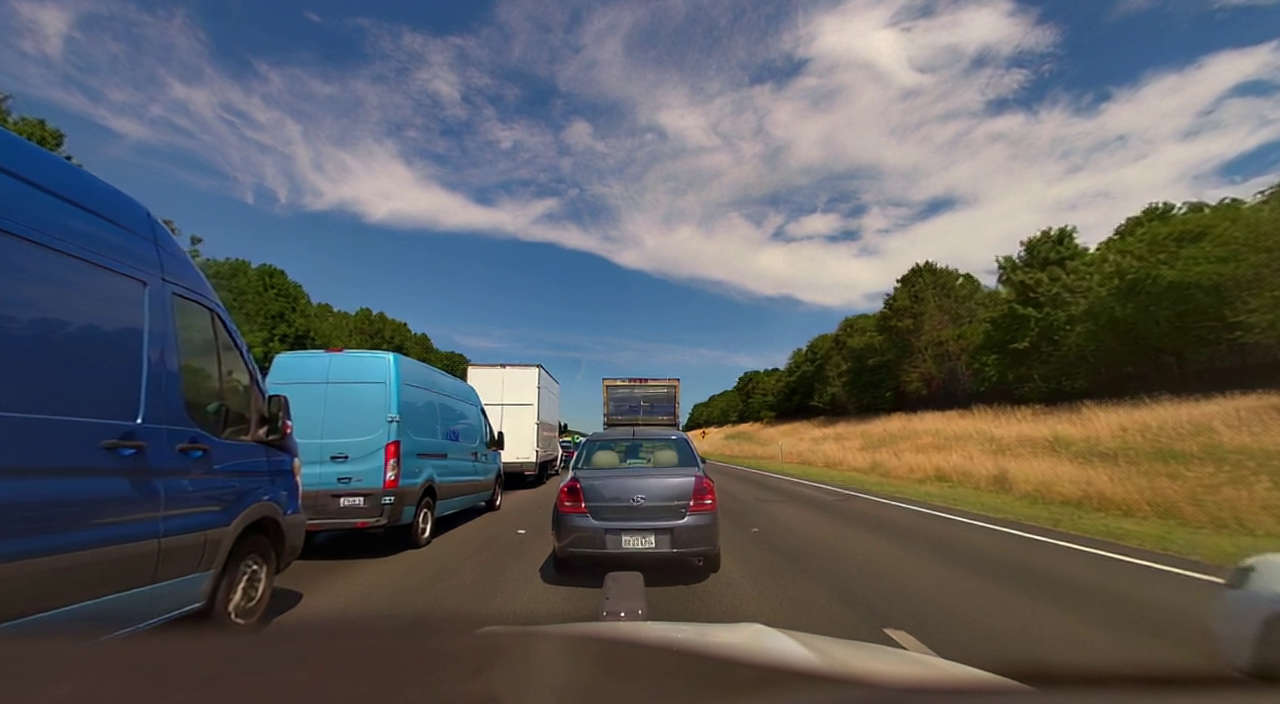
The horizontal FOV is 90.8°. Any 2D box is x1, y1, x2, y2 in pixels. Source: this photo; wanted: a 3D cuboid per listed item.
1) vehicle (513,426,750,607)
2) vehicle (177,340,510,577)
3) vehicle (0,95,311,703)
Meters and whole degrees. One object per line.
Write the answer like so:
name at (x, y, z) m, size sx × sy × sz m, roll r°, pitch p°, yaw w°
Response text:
vehicle at (-0.102, 1.657, 7.094) m, size 1.995 × 1.495 × 3.380 m, roll 0°, pitch -9°, yaw -1°
vehicle at (-4.014, 1.692, 10.557) m, size 2.349 × 2.643 × 6.807 m, roll 0°, pitch -9°, yaw -1°
vehicle at (-4.094, 0.175, 2.368) m, size 2.254 × 2.879 × 6.656 m, roll 0°, pitch -9°, yaw -2°
